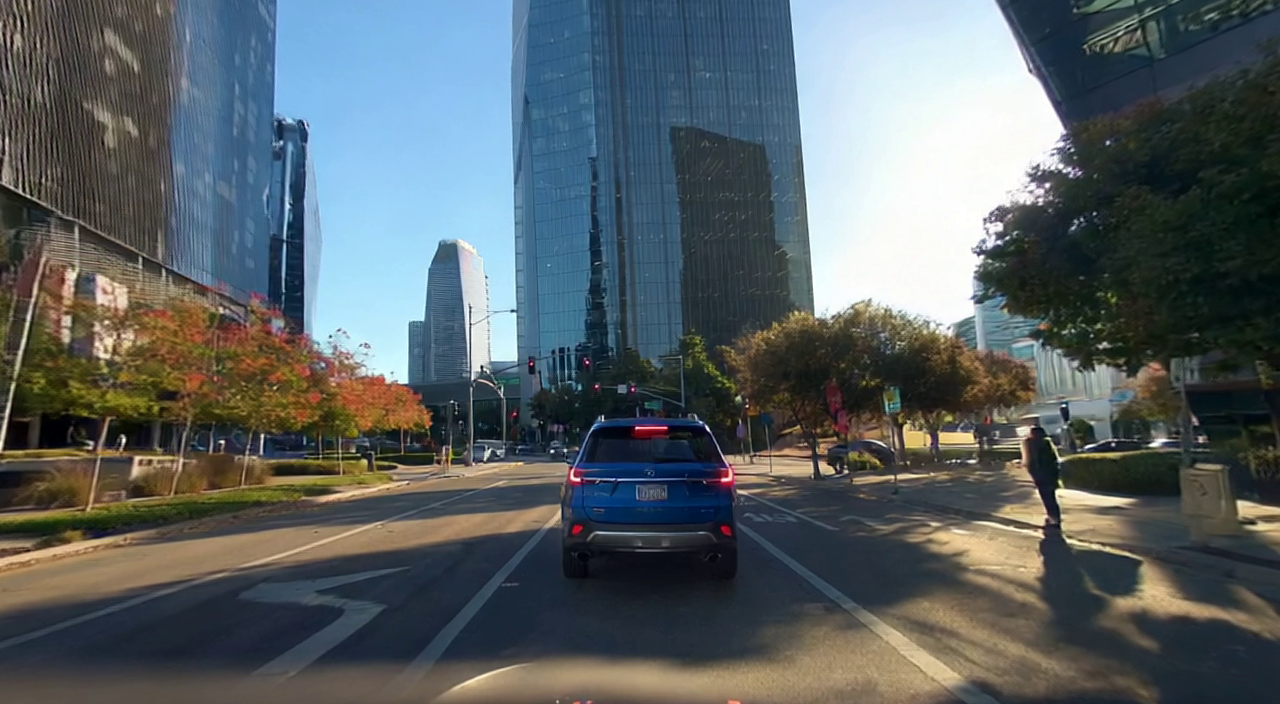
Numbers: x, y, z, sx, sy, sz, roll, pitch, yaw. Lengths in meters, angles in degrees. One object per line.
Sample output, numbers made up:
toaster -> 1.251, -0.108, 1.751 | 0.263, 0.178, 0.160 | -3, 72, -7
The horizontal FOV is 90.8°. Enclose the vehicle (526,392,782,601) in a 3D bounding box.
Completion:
vehicle -> 0.021, 1.526, 7.499 | 2.183, 1.765, 4.059 | 0, -9, -3

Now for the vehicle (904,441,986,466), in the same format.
vehicle -> 18.515, 6.151, 38.480 | 4.034, 1.448, 1.798 | 0, -9, -3

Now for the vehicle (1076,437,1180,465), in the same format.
vehicle -> 29.816, 6.056, 38.682 | 4.571, 1.558, 2.171 | 0, -9, -2

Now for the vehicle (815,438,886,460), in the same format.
vehicle -> 15.182, 7.014, 45.700 | 4.422, 1.563, 1.751 | 0, -9, -1
